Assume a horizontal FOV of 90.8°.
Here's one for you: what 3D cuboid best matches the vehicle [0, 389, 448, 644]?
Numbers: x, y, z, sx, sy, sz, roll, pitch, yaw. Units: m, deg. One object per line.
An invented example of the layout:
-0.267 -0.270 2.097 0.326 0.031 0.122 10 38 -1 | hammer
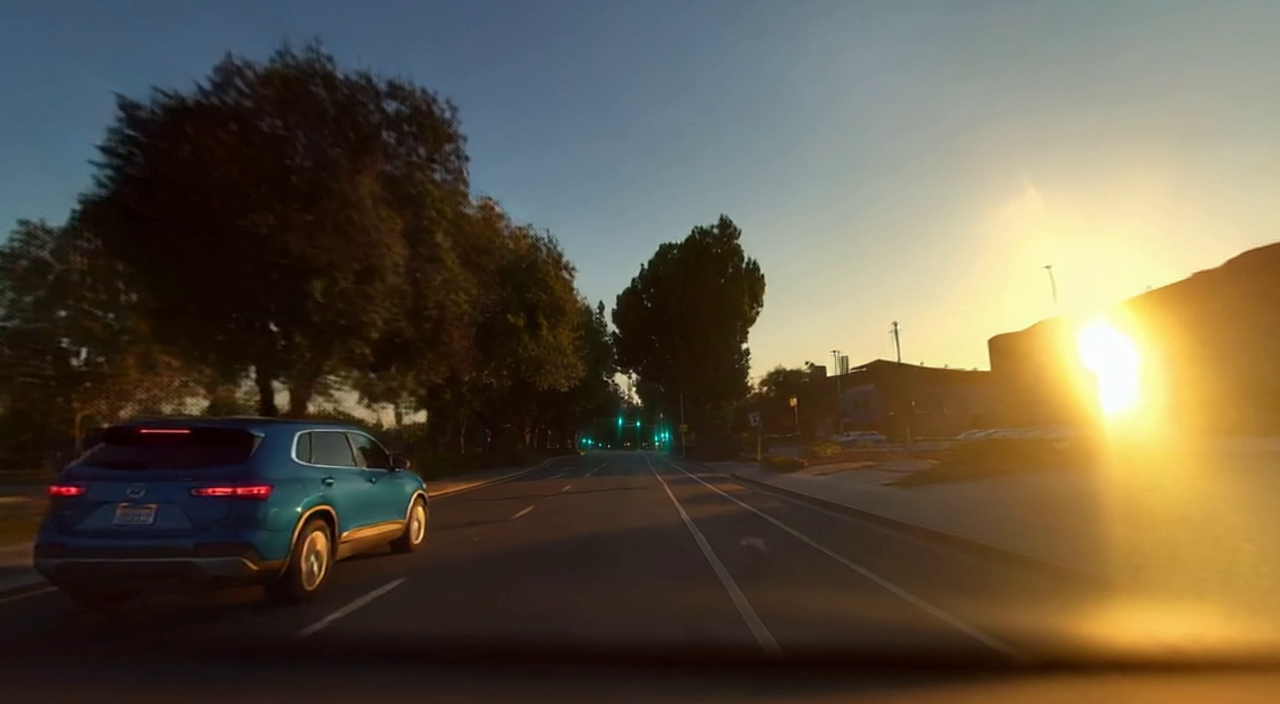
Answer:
-3.759 1.448 6.558 2.121 1.724 4.392 0 -9 0 | vehicle
